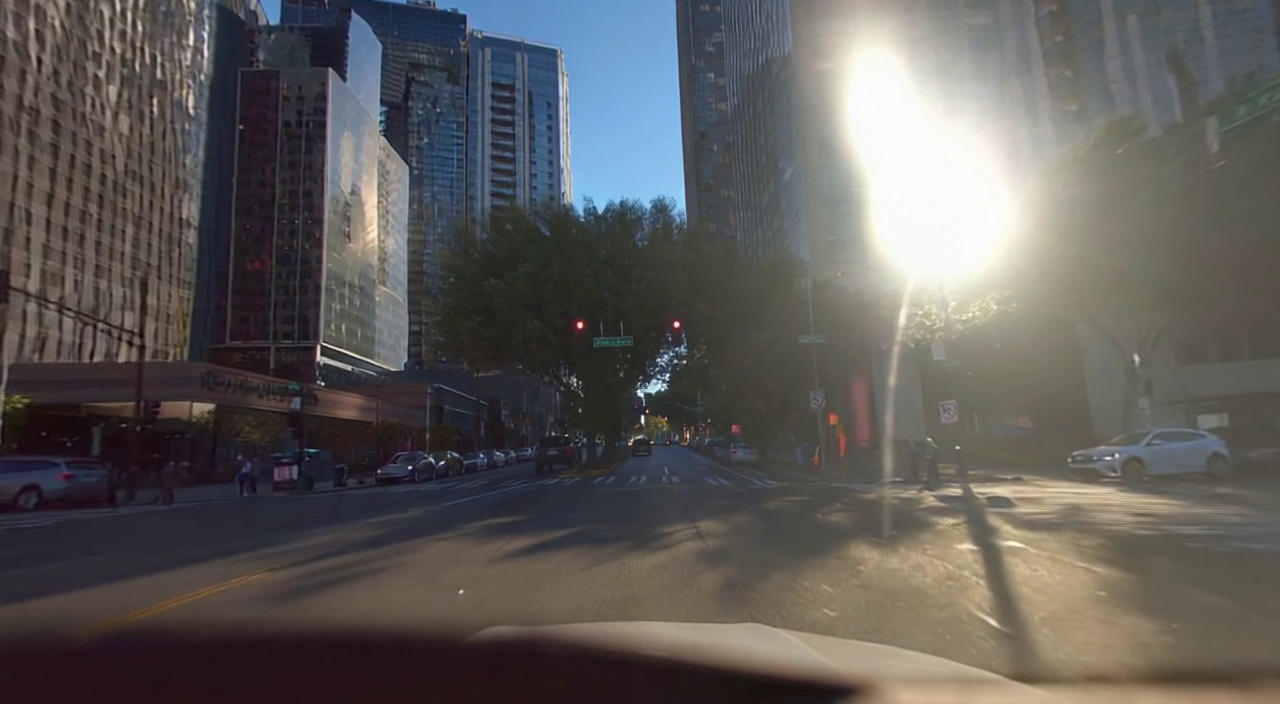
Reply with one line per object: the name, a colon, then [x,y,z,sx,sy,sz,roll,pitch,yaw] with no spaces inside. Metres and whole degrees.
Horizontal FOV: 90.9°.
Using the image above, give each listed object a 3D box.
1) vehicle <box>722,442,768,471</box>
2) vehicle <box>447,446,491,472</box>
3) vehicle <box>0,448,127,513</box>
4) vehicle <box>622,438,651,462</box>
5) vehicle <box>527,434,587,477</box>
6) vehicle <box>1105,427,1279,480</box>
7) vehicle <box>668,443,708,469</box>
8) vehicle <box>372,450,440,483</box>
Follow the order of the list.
vehicle: [6.027,6.019,36.620,1.882,1.479,4.652,3,-8,0]
vehicle: [-12.306,7.718,45.686,1.854,1.727,4.426,0,-8,1]
vehicle: [-21.599,4.508,21.989,5.283,1.959,2.453,-3,-8,0]
vehicle: [-0.259,7.678,49.394,2.165,1.749,4.078,0,-8,0]
vehicle: [-3.876,4.961,30.332,2.176,1.804,4.740,-2,-9,0]
vehicle: [17.102,3.074,19.189,4.293,1.495,1.935,0,-9,0]
vehicle: [2.713,6.007,36.589,1.919,1.371,3.583,0,-8,-2]
vehicle: [-12.721,6.201,34.543,2.118,1.644,4.188,0,-8,-1]
